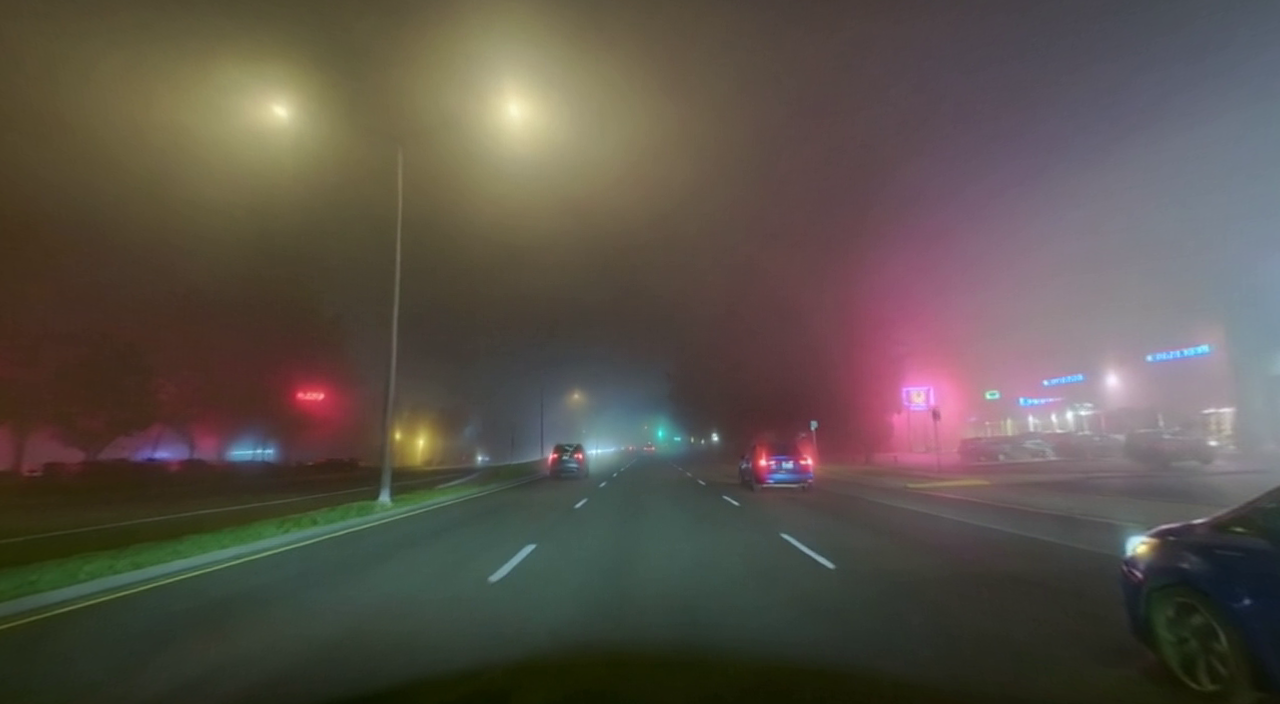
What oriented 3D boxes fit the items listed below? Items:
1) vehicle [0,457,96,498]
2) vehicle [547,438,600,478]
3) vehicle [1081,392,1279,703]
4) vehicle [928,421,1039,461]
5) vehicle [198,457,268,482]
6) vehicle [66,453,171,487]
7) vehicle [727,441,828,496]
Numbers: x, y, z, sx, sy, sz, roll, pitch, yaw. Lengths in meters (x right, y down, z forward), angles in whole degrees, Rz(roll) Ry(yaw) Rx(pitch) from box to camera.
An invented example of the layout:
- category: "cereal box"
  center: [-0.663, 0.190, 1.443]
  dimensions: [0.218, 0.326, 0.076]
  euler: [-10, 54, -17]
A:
- category: "vehicle"
  center: [-27.445, 5.541, 27.924]
  dimensions: [4.681, 1.623, 1.998]
  euler: [5, -10, -31]
- category: "vehicle"
  center: [-3.106, 5.049, 30.225]
  dimensions: [1.981, 1.731, 4.360]
  euler: [0, -8, 1]
- category: "vehicle"
  center: [3.560, 0.718, 1.251]
  dimensions: [1.976, 1.491, 4.714]
  euler: [0, -8, 0]
- category: "vehicle"
  center: [20.629, 5.430, 38.462]
  dimensions: [2.705, 2.011, 7.332]
  euler: [-4, -8, 1]
- category: "vehicle"
  center: [-29.921, 8.616, 46.520]
  dimensions: [1.881, 1.630, 4.843]
  euler: [0, -8, 0]
- category: "vehicle"
  center: [-30.881, 6.967, 37.544]
  dimensions: [1.925, 1.776, 4.722]
  euler: [-1, -8, 4]
- category: "vehicle"
  center: [4.113, 3.556, 19.750]
  dimensions: [2.036, 1.480, 4.659]
  euler: [0, -8, -1]
